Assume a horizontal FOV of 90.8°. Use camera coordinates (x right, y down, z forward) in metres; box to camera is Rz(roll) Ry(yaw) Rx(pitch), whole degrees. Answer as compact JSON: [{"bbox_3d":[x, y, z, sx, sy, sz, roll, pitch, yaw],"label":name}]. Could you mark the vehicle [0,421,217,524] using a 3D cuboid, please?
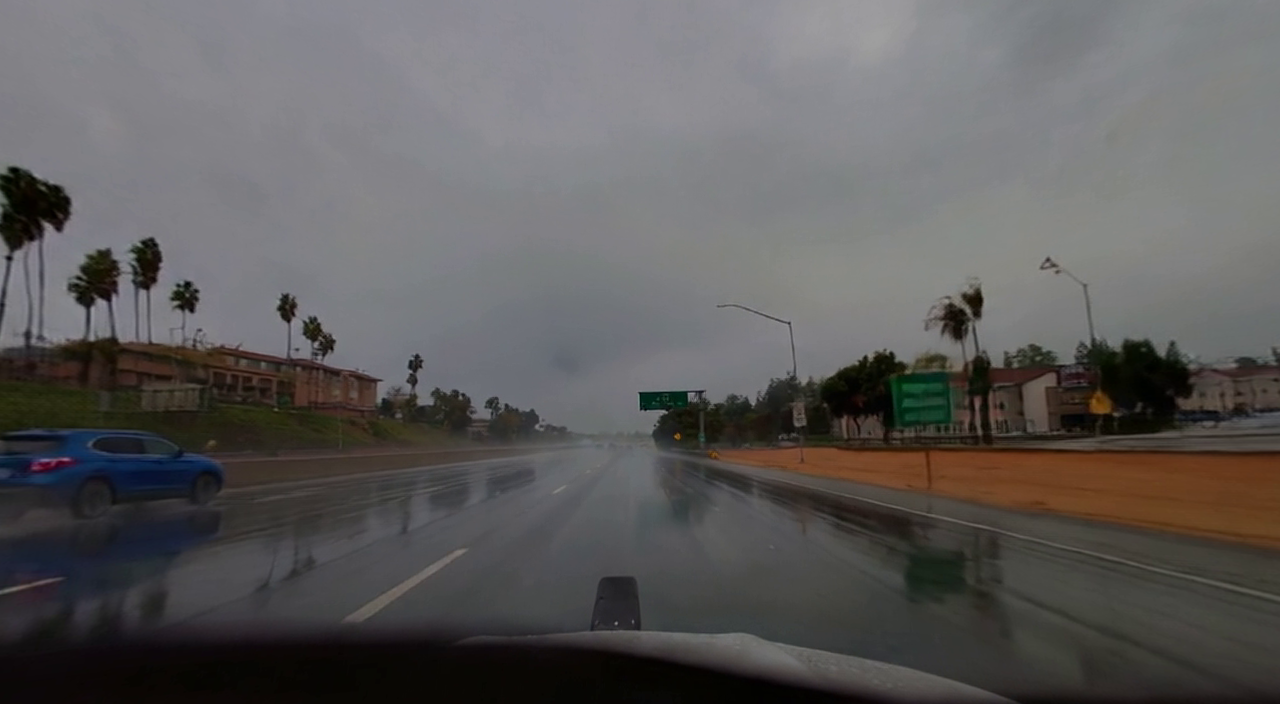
[{"bbox_3d":[-11.440,2.427,13.201,2.016,1.754,4.543,0,-8,0],"label":"vehicle"}]
